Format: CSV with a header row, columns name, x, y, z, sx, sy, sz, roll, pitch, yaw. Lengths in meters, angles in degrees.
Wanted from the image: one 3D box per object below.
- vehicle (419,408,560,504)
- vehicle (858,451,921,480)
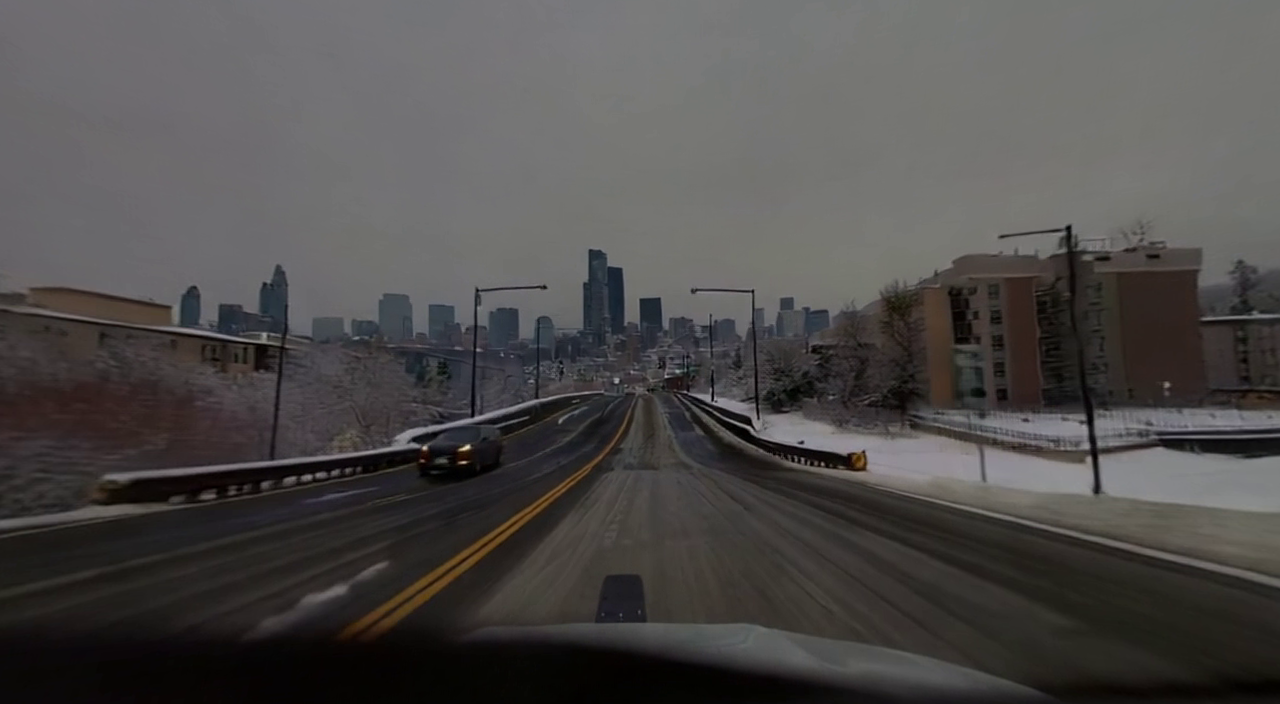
name,x,y,z,sx,sy,sz,roll,pitch,yaw
vehicle,-3.191,2.340,14.448,2.109,1.848,4.338,0,-8,1
vehicle,14.279,6.502,36.428,1.809,1.497,3.837,-1,-9,-4
